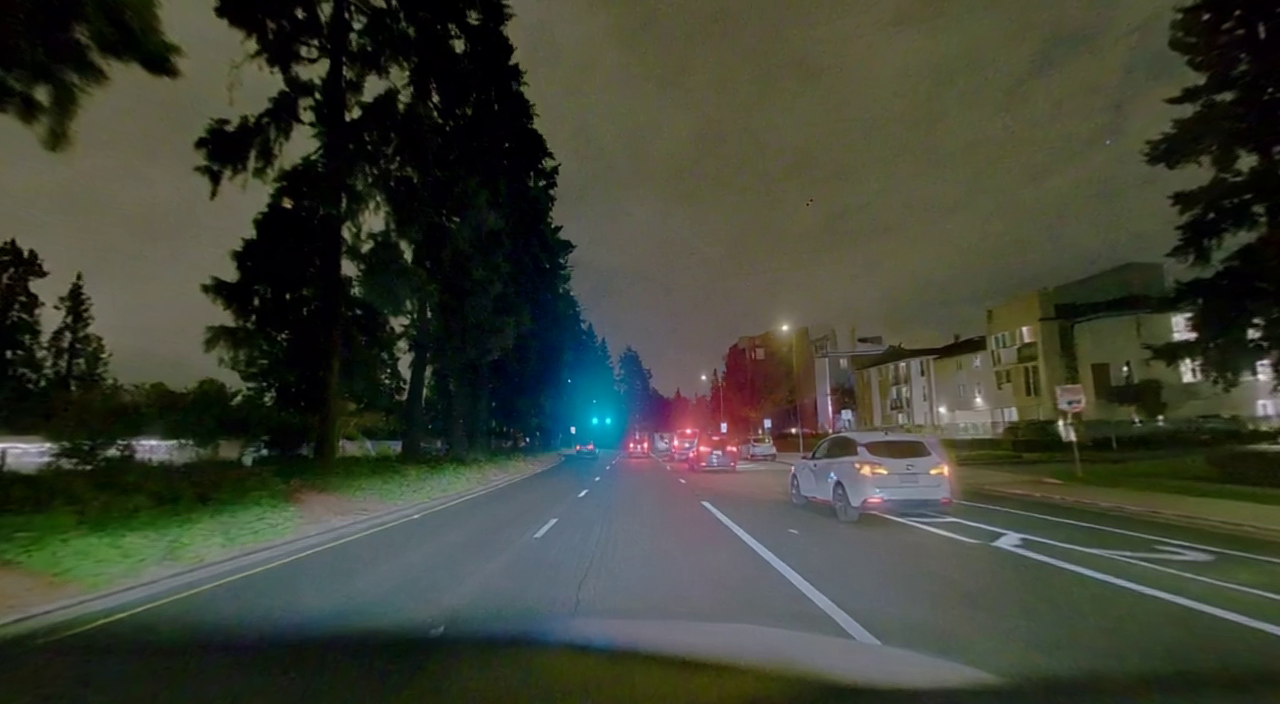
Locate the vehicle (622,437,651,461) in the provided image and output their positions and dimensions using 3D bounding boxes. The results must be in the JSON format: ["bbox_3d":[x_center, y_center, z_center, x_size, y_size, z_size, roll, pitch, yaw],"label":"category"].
[{"bbox_3d":[-0.295,7.313,47.495,2.052,1.693,4.554,0,-8,-1],"label":"vehicle"}]

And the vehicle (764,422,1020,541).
[{"bbox_3d":[3.748,2.046,10.666,2.165,1.513,4.911,0,-9,-2],"label":"vehicle"}]

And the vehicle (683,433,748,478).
[{"bbox_3d":[3.022,4.289,26.369,2.041,1.688,4.717,0,-8,-1],"label":"vehicle"}]

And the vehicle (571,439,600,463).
[{"bbox_3d":[-4.136,7.601,48.628,2.083,1.691,4.398,0,-9,-3],"label":"vehicle"}]
